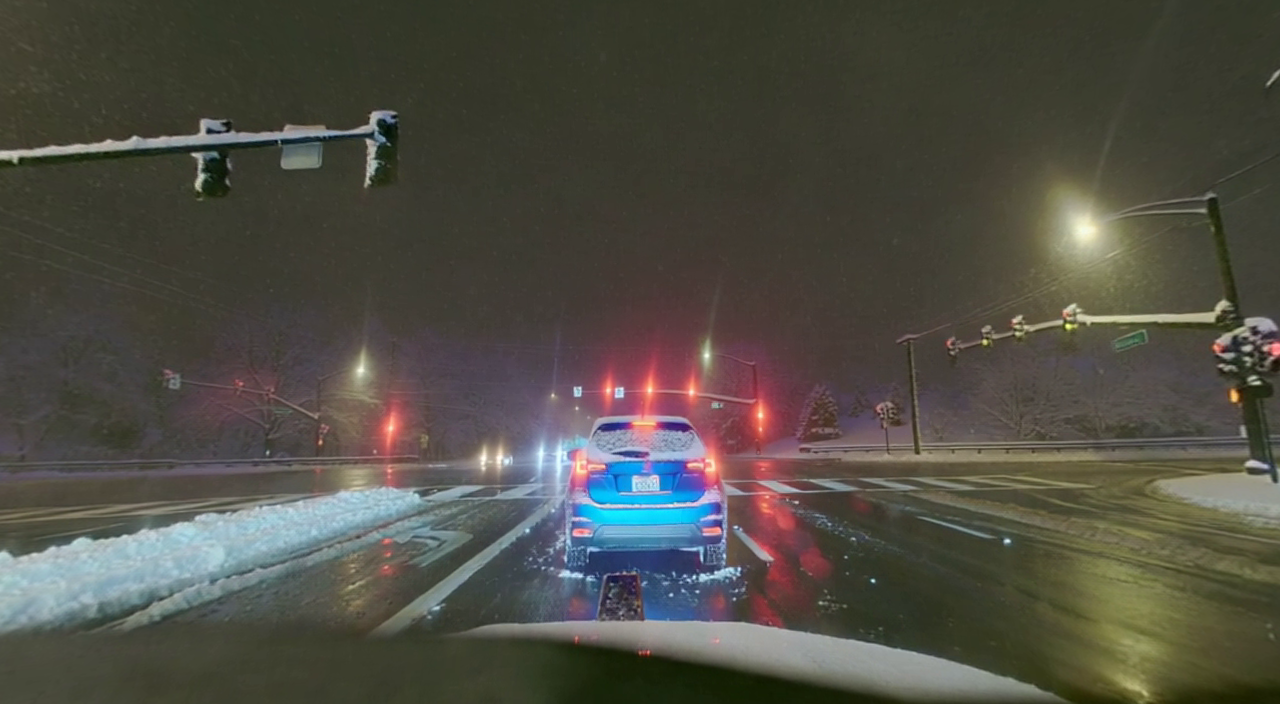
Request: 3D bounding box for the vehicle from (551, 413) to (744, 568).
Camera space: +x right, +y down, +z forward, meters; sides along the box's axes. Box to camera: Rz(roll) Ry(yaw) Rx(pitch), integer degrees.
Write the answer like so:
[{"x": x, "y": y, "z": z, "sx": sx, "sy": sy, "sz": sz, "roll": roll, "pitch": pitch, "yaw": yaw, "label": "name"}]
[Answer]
[{"x": 0.045, "y": 1.755, "z": 8.708, "sx": 2.027, "sy": 1.626, "sz": 3.942, "roll": 0, "pitch": -8, "yaw": -1, "label": "vehicle"}]
